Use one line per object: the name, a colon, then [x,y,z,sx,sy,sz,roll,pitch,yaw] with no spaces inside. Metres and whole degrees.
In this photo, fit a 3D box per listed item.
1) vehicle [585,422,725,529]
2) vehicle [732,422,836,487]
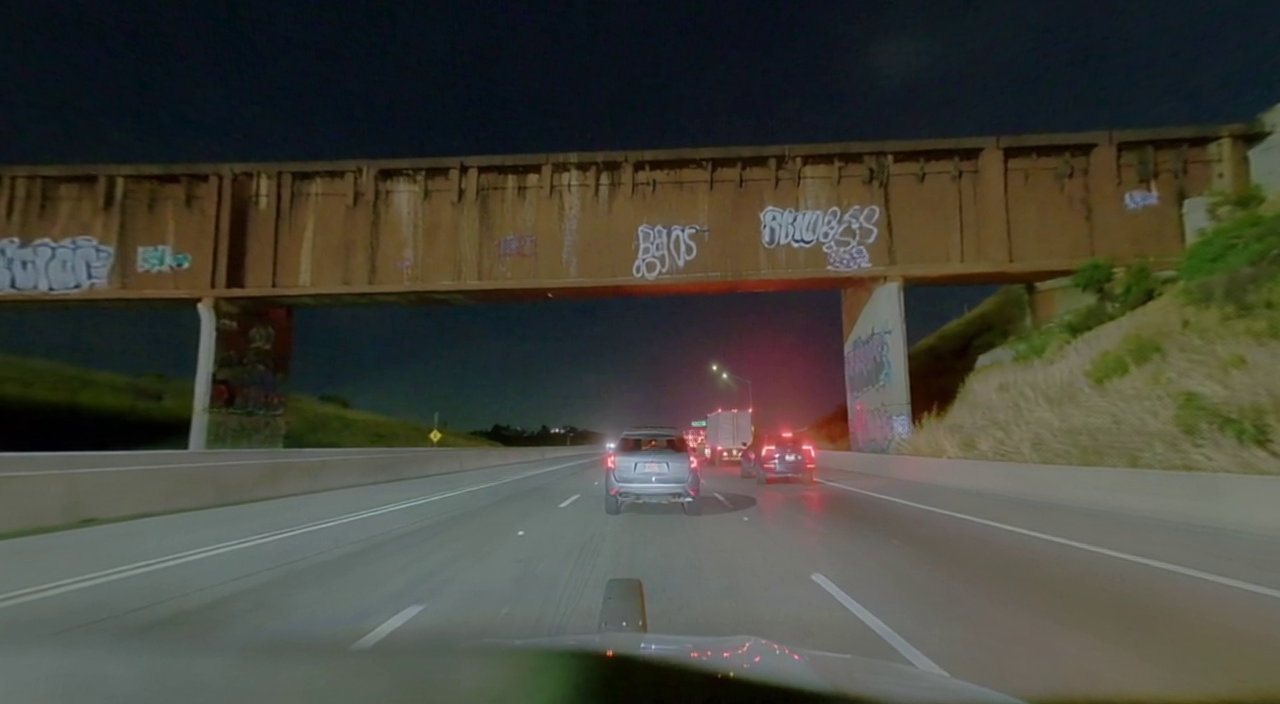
vehicle: [0.268,2.235,11.922,2.193,1.651,3.946,0,-8,1]
vehicle: [4.726,3.494,21.773,2.311,1.922,5.977,-1,-8,1]
